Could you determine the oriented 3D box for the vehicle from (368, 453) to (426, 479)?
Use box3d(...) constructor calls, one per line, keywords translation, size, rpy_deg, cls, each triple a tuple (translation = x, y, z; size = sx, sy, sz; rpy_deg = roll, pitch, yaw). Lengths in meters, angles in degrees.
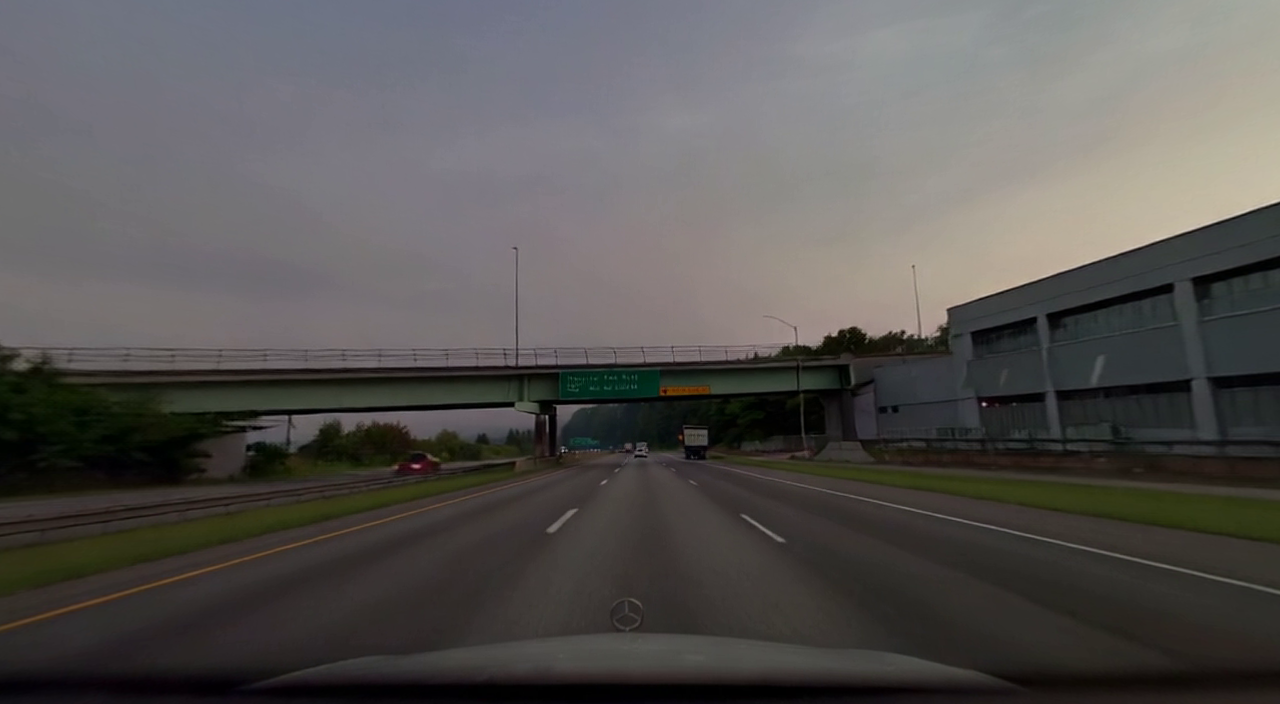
box3d(translation=(-14.983, 7.025, 39.216), size=(1.905, 1.458, 4.181), rpy_deg=(0, -9, 0), cls="vehicle")
